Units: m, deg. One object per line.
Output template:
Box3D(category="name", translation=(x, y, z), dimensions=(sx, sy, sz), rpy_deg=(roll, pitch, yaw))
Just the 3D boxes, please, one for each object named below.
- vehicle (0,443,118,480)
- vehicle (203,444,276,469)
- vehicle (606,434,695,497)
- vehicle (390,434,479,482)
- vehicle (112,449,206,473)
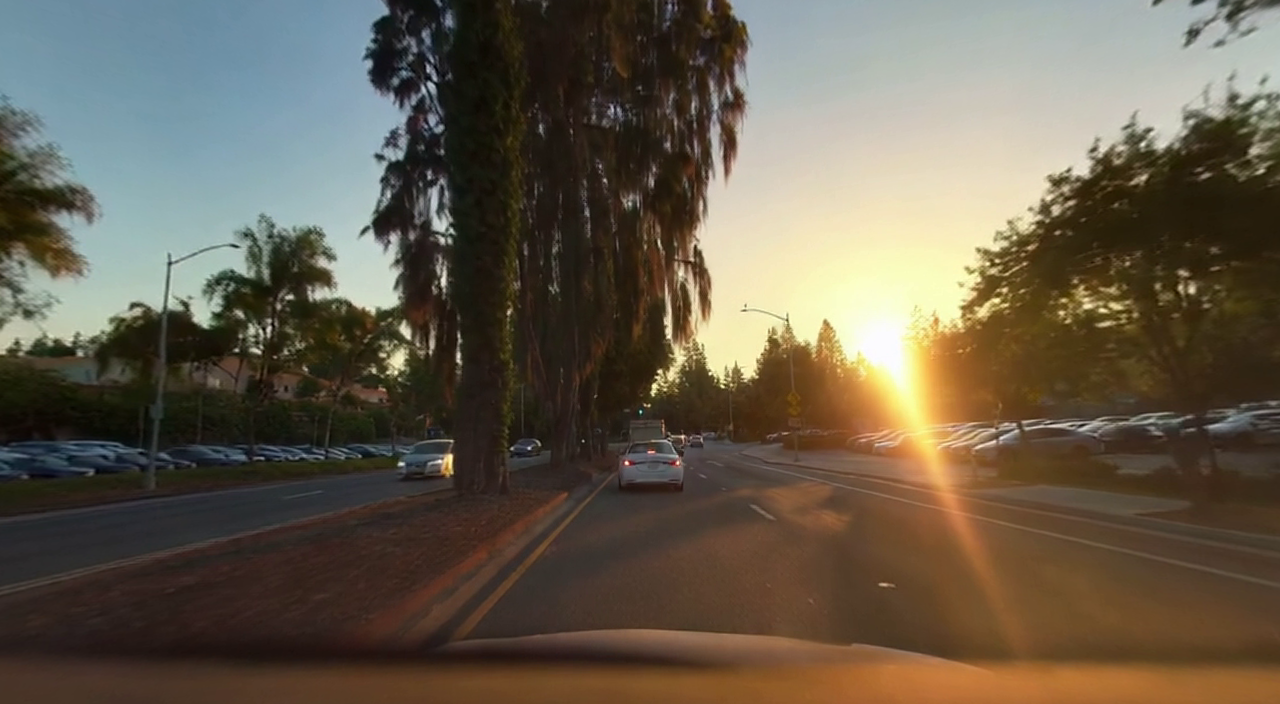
Box3D(category="vehicle", translation=(-30.168, 5.589, 32.374), dimensions=(4.764, 1.786, 2.091), rpy_deg=(0, -9, 0))
Box3D(category="vehicle", translation=(-30.222, 7.901, 47.688), dimensions=(4.266, 1.600, 1.877), rpy_deg=(-3, -8, -2))
Box3D(category="vehicle", translation=(0.202, 2.970, 16.842), dimensions=(2.093, 1.442, 3.977), rpy_deg=(0, -9, -1))
Box3D(category="vehicle", translation=(-8.370, 4.370, 26.270), dimensions=(2.131, 1.778, 4.912), rpy_deg=(0, -9, -1))
Box3D(category="vehicle", translation=(-30.479, 6.916, 40.044), dimensions=(4.356, 1.444, 1.819), rpy_deg=(0, -9, -1))
